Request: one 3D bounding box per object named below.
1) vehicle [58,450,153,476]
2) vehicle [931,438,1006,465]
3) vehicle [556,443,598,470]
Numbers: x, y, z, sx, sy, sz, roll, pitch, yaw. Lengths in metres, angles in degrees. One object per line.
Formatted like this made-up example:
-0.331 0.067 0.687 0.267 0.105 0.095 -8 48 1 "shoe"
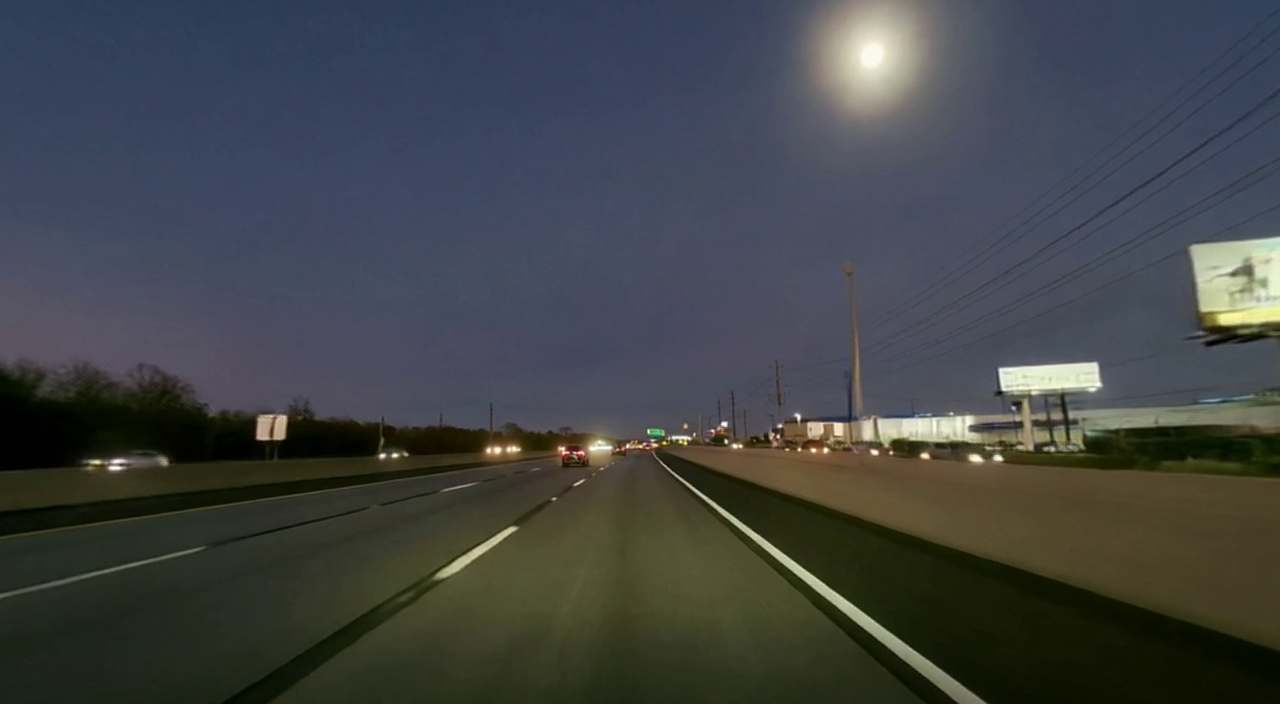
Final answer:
-32.520 6.720 38.654 1.779 1.458 4.558 0 -9 1 "vehicle"
19.181 5.825 37.125 1.806 1.466 4.711 0 -9 -1 "vehicle"
-3.638 6.123 37.305 1.940 1.479 4.545 0 -9 1 "vehicle"
